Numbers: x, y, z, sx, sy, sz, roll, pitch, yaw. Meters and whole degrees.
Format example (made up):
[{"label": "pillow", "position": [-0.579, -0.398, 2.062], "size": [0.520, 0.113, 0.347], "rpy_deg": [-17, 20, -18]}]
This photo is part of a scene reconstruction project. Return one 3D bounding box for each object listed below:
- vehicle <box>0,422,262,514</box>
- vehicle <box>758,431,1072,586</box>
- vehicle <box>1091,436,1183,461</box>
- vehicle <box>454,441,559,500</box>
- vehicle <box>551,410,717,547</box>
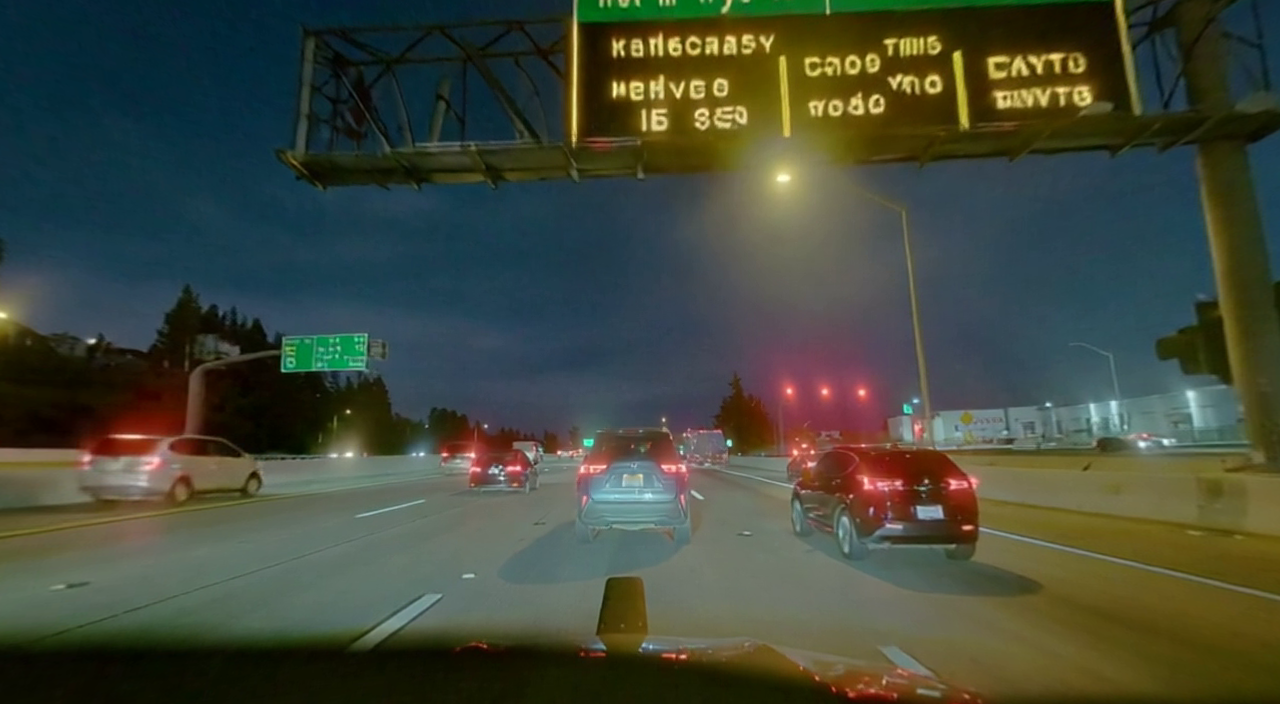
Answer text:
[{"label": "vehicle", "position": [-11.058, 2.543, 14.281], "size": [2.129, 1.720, 4.547], "rpy_deg": [0, -9, 0]}, {"label": "vehicle", "position": [3.099, 1.854, 8.399], "size": [2.018, 1.470, 4.491], "rpy_deg": [0, -9, -2]}, {"label": "vehicle", "position": [32.551, 6.356, 41.456], "size": [1.805, 1.536, 4.325], "rpy_deg": [3, -9, -19]}, {"label": "vehicle", "position": [-3.618, 3.278, 17.863], "size": [2.005, 1.458, 4.143], "rpy_deg": [0, -9, 1]}, {"label": "vehicle", "position": [-0.088, 1.953, 10.279], "size": [2.152, 1.779, 3.924], "rpy_deg": [0, -9, 0]}]
